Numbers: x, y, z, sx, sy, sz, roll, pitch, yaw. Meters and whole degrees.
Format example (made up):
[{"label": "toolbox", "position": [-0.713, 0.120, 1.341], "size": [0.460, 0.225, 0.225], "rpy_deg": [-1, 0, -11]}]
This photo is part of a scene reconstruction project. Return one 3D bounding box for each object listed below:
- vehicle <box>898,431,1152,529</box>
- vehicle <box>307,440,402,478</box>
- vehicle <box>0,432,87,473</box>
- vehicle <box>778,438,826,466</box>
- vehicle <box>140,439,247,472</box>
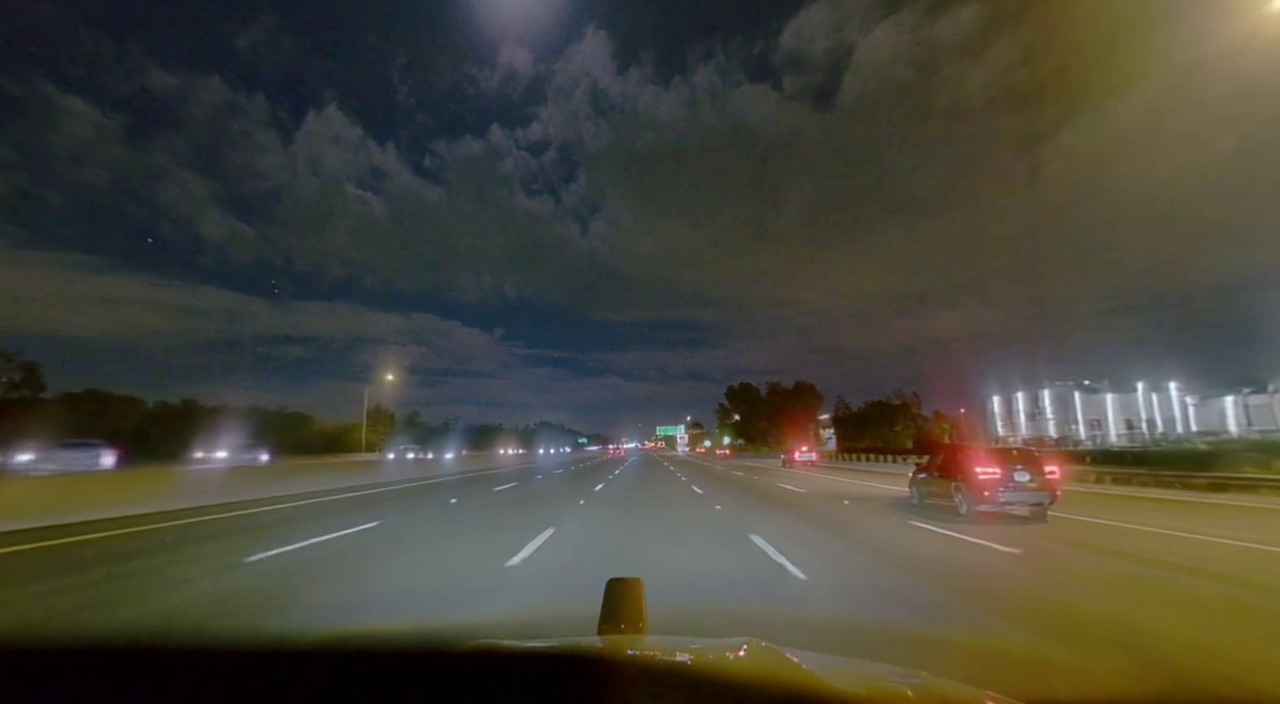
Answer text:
[{"label": "vehicle", "position": [7.136, 2.402, 12.487], "size": [2.071, 1.543, 4.702], "rpy_deg": [0, -8, 0]}, {"label": "vehicle", "position": [-12.035, 4.526, 26.962], "size": [1.914, 1.462, 4.500], "rpy_deg": [0, -8, 1]}, {"label": "vehicle", "position": [-28.561, 4.608, 28.906], "size": [1.972, 1.747, 4.887], "rpy_deg": [0, -8, 0]}, {"label": "vehicle", "position": [11.758, 7.295, 46.155], "size": [2.168, 1.861, 4.678], "rpy_deg": [0, -8, -1]}, {"label": "vehicle", "position": [-21.853, 5.086, 31.151], "size": [1.845, 1.487, 4.627], "rpy_deg": [0, -8, 1]}]
